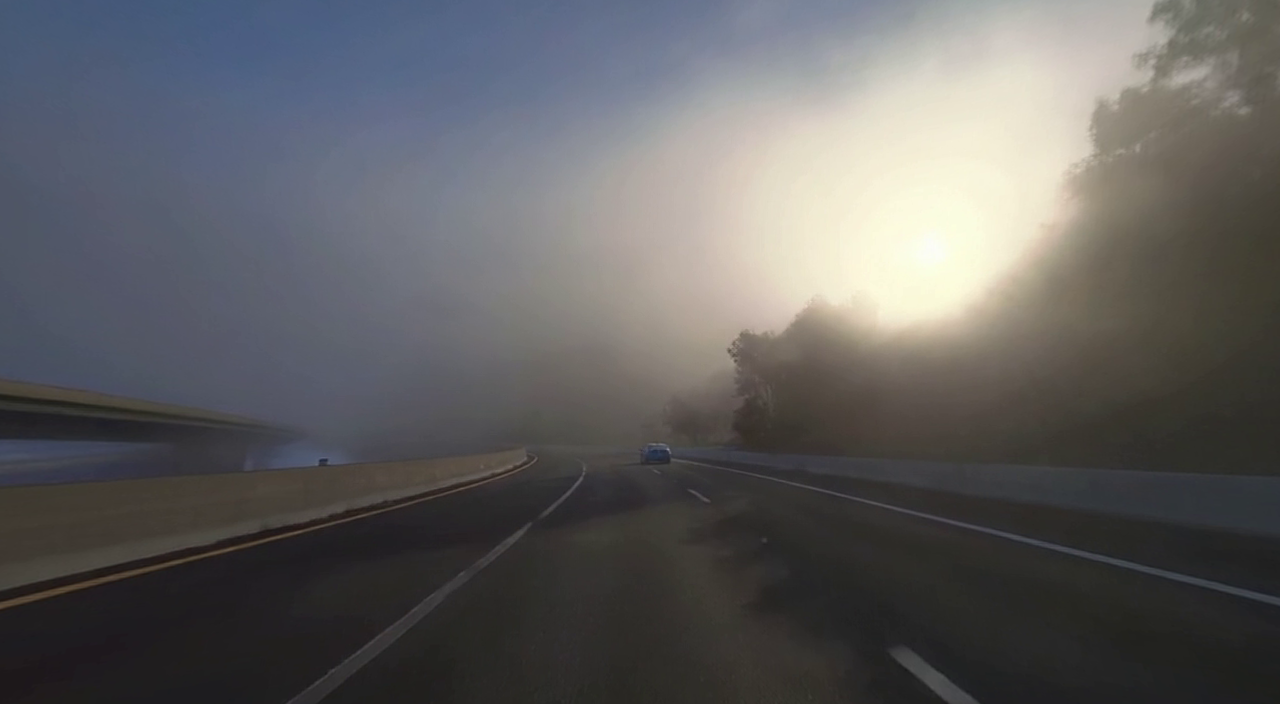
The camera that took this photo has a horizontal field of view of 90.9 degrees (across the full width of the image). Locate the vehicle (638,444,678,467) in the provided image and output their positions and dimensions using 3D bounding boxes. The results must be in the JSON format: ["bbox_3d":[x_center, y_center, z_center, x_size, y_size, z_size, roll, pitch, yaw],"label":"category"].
[{"bbox_3d":[1.115,6.900,42.035,1.985,1.440,4.466,1,-9,-8],"label":"vehicle"}]
